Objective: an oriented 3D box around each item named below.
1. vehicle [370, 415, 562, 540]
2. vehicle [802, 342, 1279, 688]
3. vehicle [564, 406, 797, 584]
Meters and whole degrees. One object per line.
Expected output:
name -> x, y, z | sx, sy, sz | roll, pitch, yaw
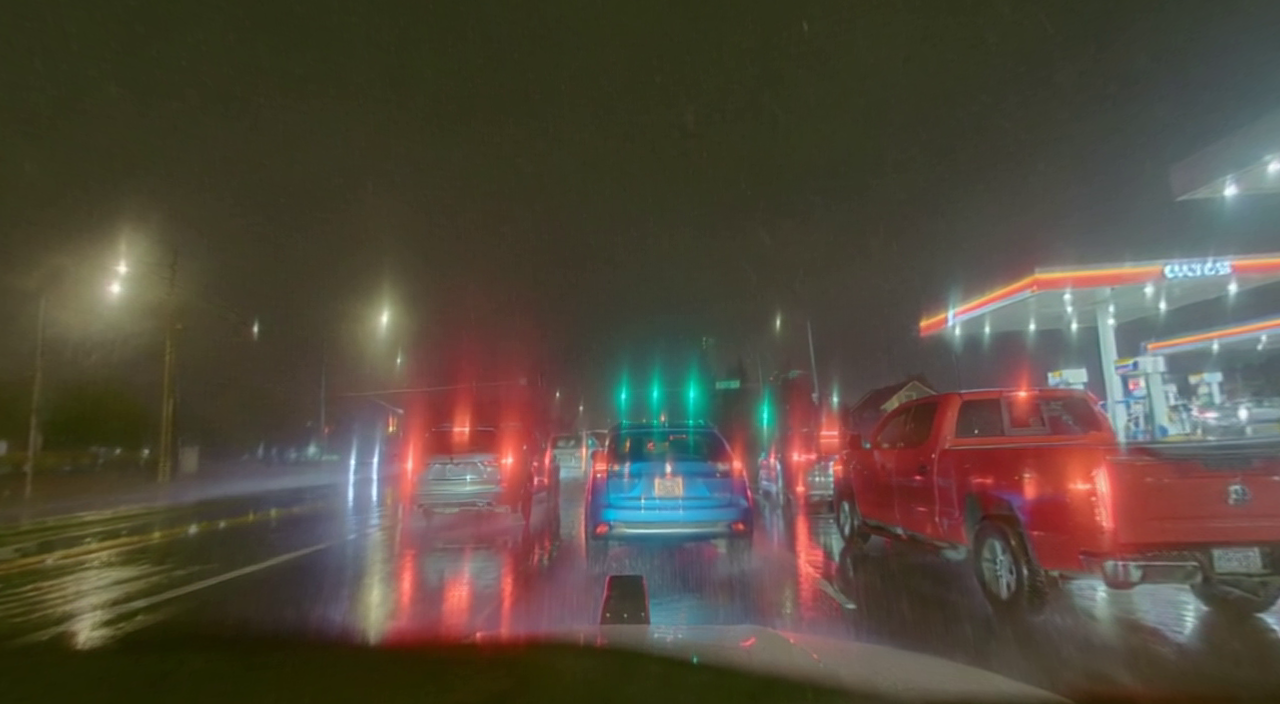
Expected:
vehicle -> -2.711, 2.076, 11.037 | 2.019, 1.731, 4.299 | 0, -8, 1
vehicle -> 3.414, 1.262, 6.150 | 2.161, 1.868, 5.321 | 0, -8, -1
vehicle -> 0.368, 1.645, 8.021 | 2.181, 1.650, 4.083 | 0, -8, 0
